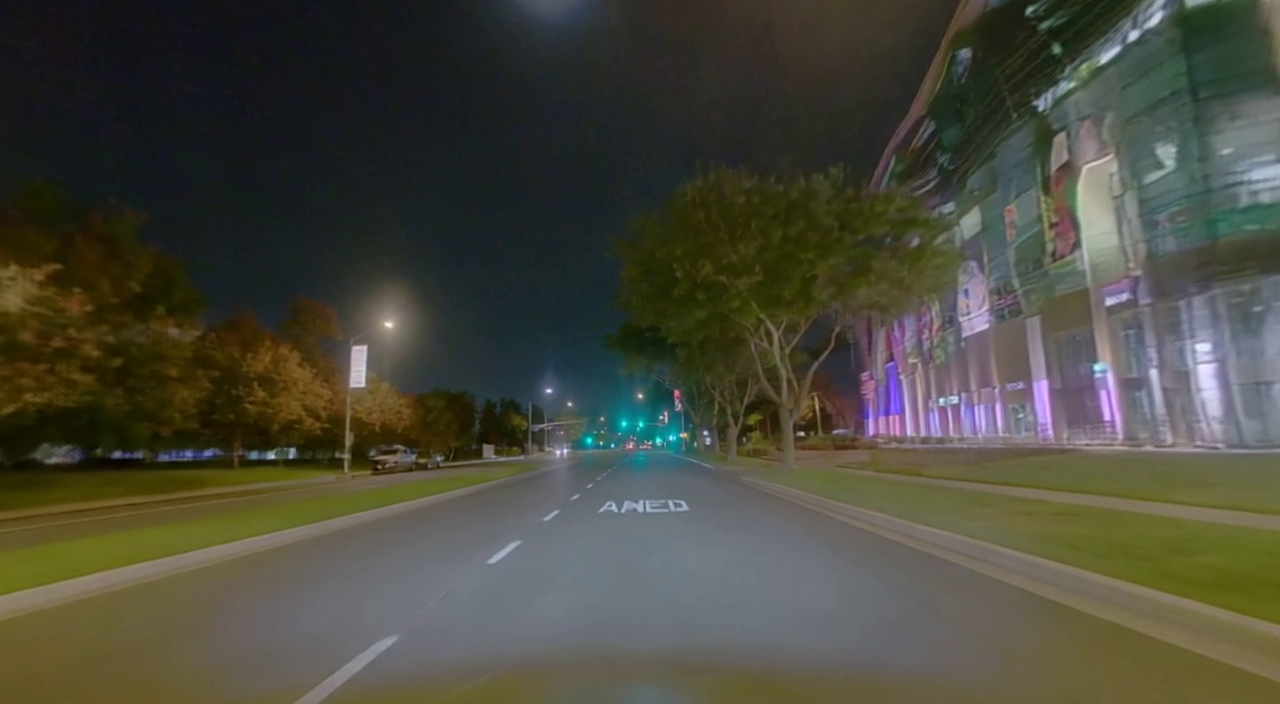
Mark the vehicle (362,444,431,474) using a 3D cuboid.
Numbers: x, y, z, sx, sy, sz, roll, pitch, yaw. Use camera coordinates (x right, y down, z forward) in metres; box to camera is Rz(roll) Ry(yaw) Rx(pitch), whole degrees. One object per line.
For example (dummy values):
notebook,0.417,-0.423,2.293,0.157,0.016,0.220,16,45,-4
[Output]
vehicle,-17.311,7.626,45.054,2.617,1.997,5.830,0,-9,0
